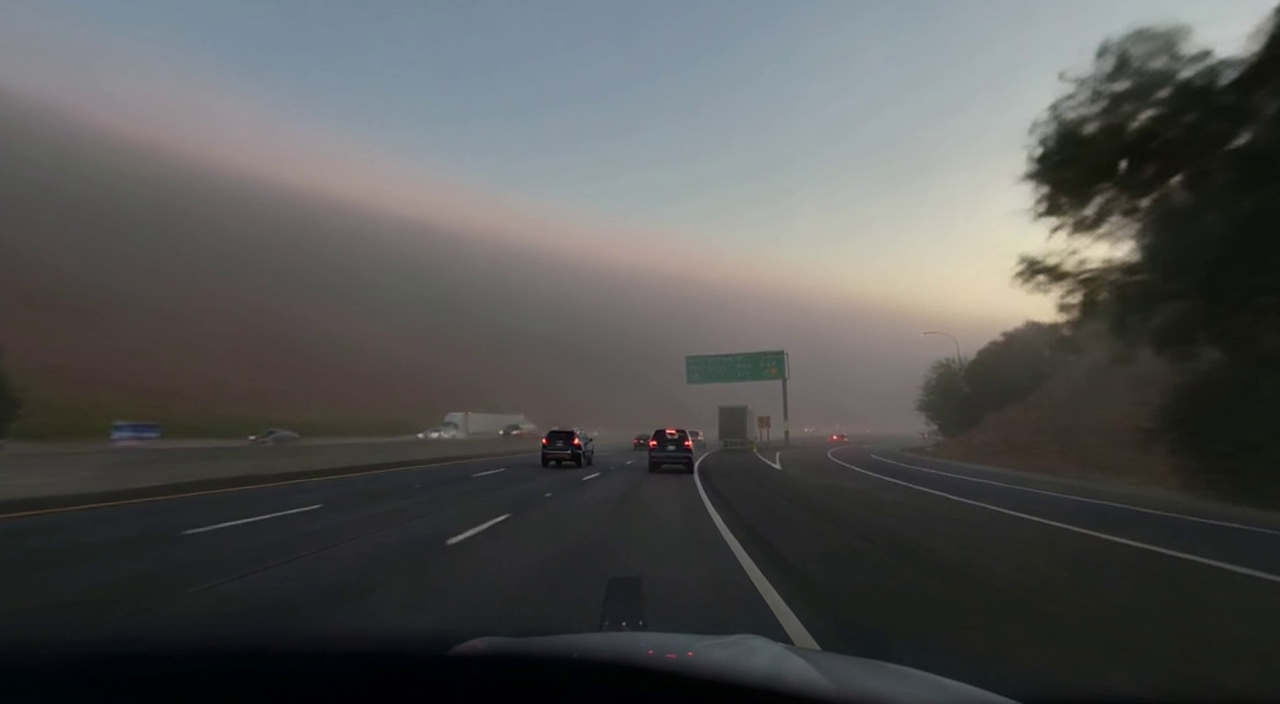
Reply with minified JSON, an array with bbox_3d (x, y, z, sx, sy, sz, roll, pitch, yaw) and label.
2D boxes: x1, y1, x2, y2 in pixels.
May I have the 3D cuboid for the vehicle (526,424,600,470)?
[{"bbox_3d":[-3.005,3.854,25.705,2.077,1.712,4.406,-1,-8,5],"label":"vehicle"}]

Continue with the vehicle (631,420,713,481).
[{"bbox_3d":[1.121,3.321,21.414,2.484,1.820,4.497,-1,-8,4],"label":"vehicle"}]
